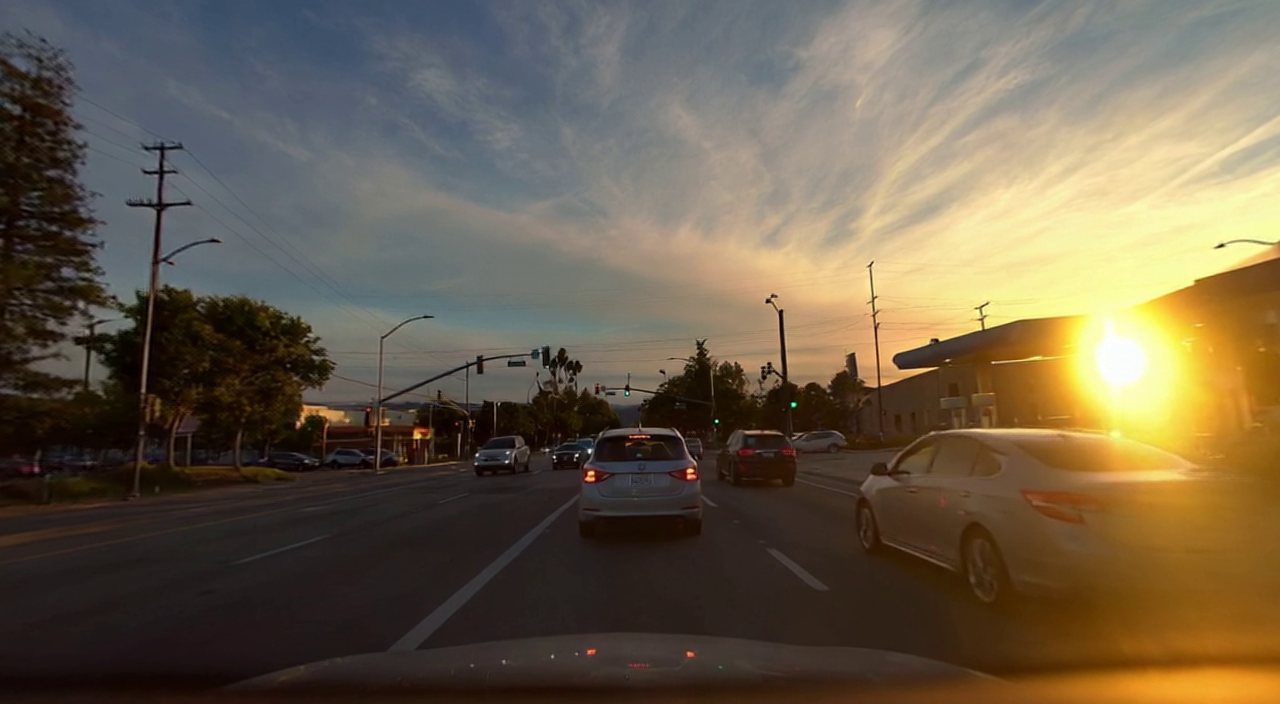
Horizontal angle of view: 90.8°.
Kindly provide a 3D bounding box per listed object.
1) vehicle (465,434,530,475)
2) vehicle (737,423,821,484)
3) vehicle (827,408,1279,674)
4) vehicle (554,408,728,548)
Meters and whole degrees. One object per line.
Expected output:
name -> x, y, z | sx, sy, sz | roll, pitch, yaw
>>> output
vehicle -> -6.390, 4.652, 28.888 | 1.994, 1.695, 4.471 | 0, -8, -1
vehicle -> 4.489, 3.368, 21.183 | 2.116, 1.791, 5.006 | -1, -8, 5
vehicle -> 3.356, 1.376, 5.777 | 1.904, 1.472, 4.358 | 0, -8, -1
vehicle -> -0.049, 1.848, 9.875 | 2.164, 1.718, 3.881 | 0, -8, -2
